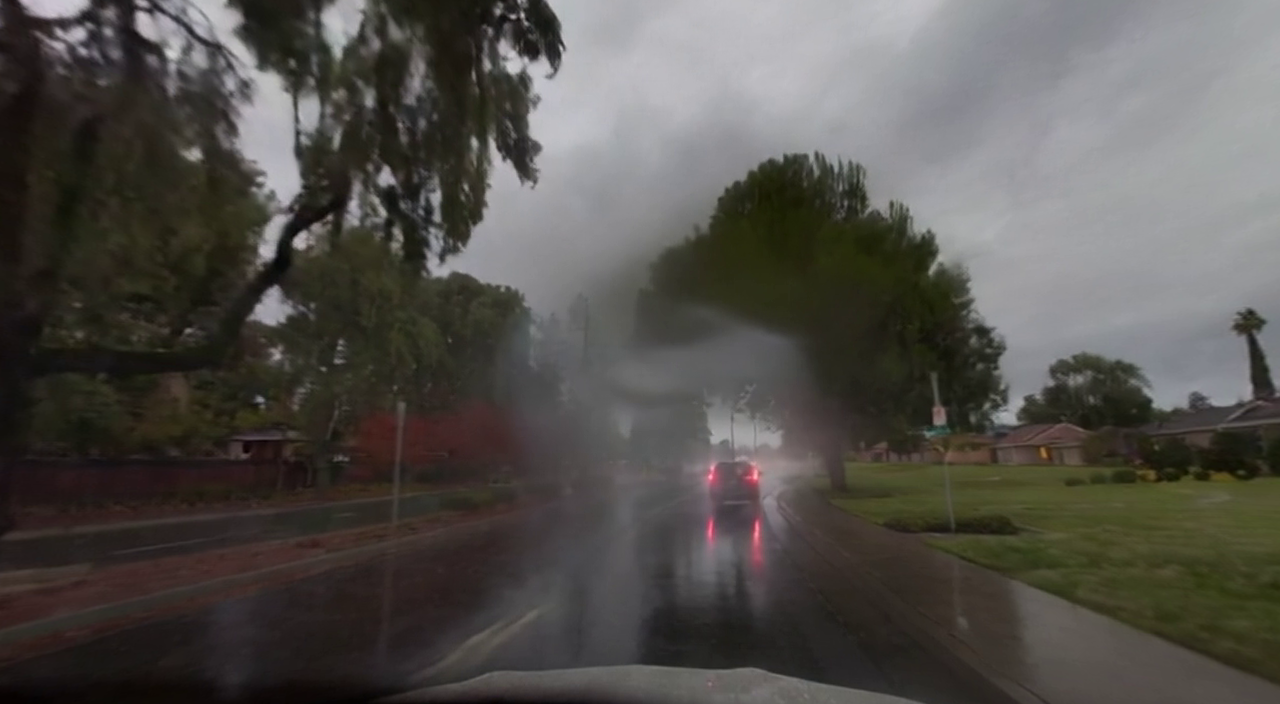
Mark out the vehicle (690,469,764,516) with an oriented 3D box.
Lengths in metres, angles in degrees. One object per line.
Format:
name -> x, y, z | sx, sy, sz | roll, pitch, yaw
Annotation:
vehicle -> 2.874, 4.332, 19.783 | 1.972, 1.250, 5.282 | -2, -11, 11
